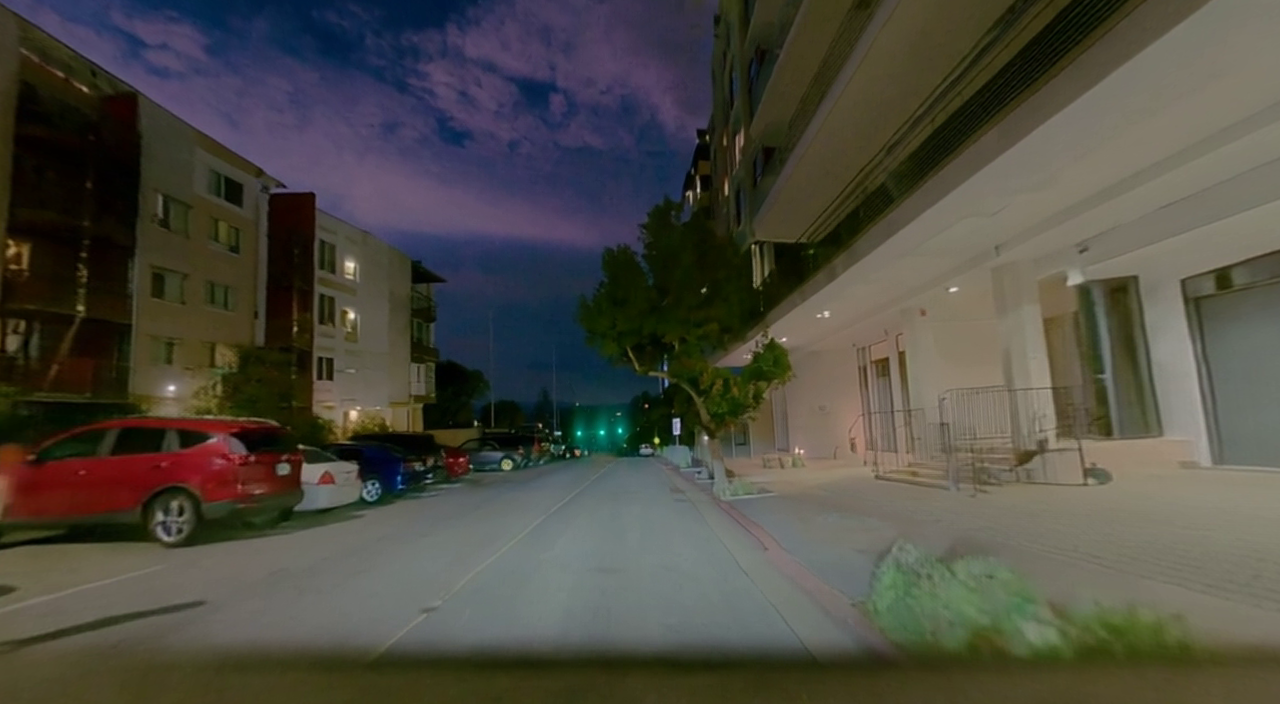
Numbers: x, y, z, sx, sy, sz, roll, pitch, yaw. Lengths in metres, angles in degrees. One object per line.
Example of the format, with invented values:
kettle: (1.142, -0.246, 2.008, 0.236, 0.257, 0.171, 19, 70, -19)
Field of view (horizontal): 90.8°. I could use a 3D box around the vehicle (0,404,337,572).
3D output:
vehicle: (-7.363, 1.801, 8.901, 4.981, 1.975, 2.296, 0, -8, 3)
